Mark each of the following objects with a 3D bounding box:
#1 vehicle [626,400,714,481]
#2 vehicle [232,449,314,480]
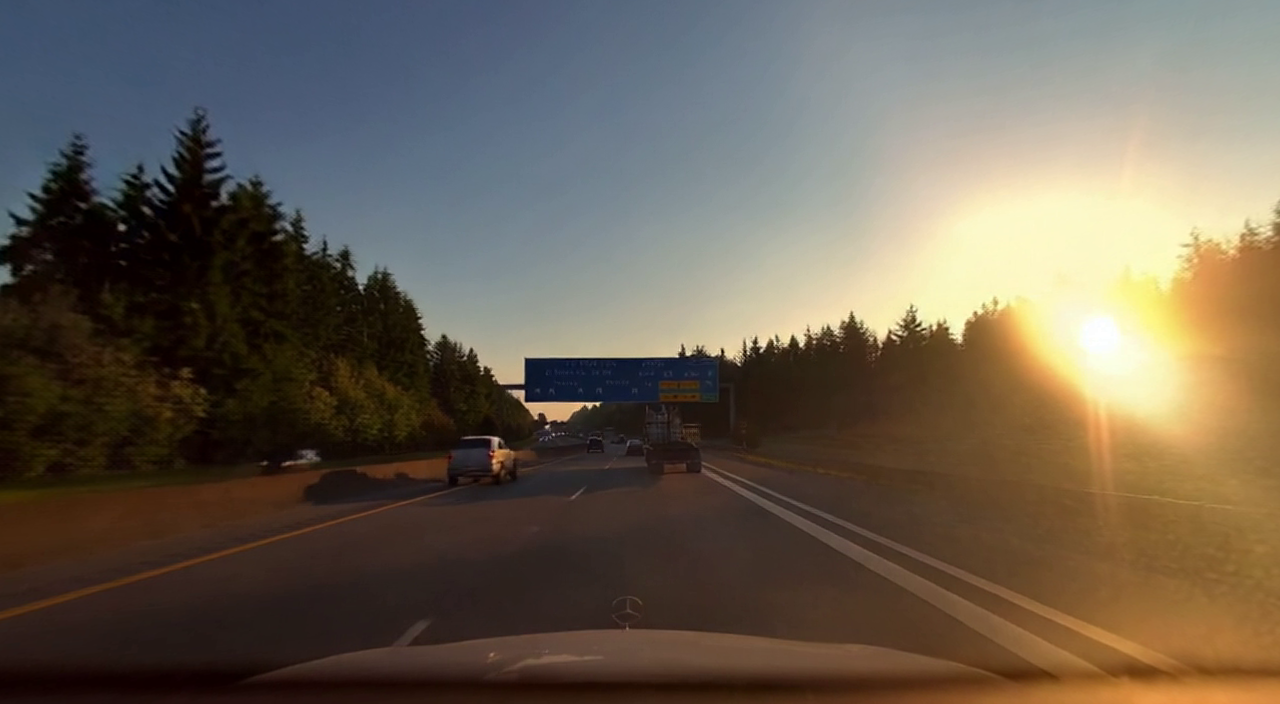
[{"bbox_3d":[0.853,3.129,22.240,2.677,2.439,6.402,0,-8,-1],"label":"vehicle"},{"bbox_3d":[-19.640,6.006,33.917,1.867,1.479,4.361,0,-8,-1],"label":"vehicle"}]
